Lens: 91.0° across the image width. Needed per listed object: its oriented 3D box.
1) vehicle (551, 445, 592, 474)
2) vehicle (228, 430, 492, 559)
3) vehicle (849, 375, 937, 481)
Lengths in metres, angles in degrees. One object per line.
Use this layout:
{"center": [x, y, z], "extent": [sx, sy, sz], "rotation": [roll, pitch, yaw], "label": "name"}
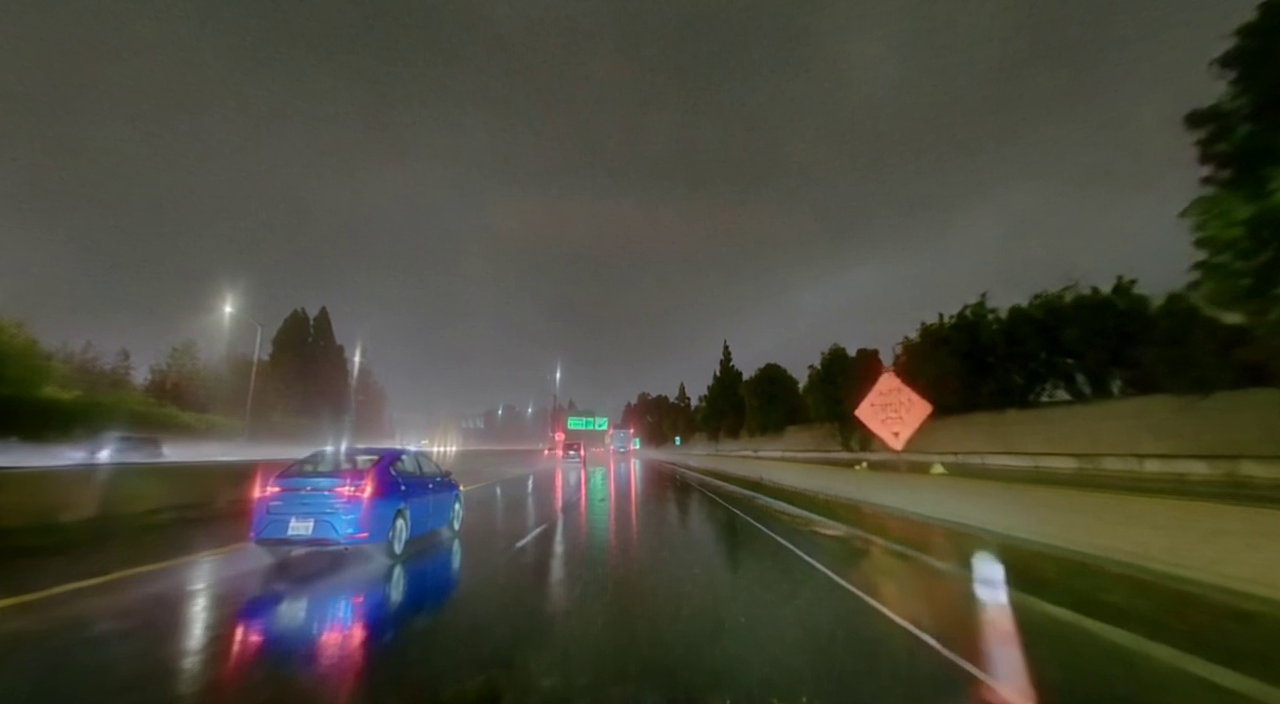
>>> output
{"center": [-3.749, 5.937, 34.907], "extent": [1.965, 1.459, 4.145], "rotation": [1, -9, -2], "label": "vehicle"}
{"center": [-3.905, 2.070, 9.924], "extent": [2.012, 1.510, 4.672], "rotation": [0, -9, 0], "label": "vehicle"}
{"center": [10.457, 3.190, 26.302], "extent": [2.203, 4.166, 2.914], "rotation": [0, -9, -1], "label": "vehicle"}
